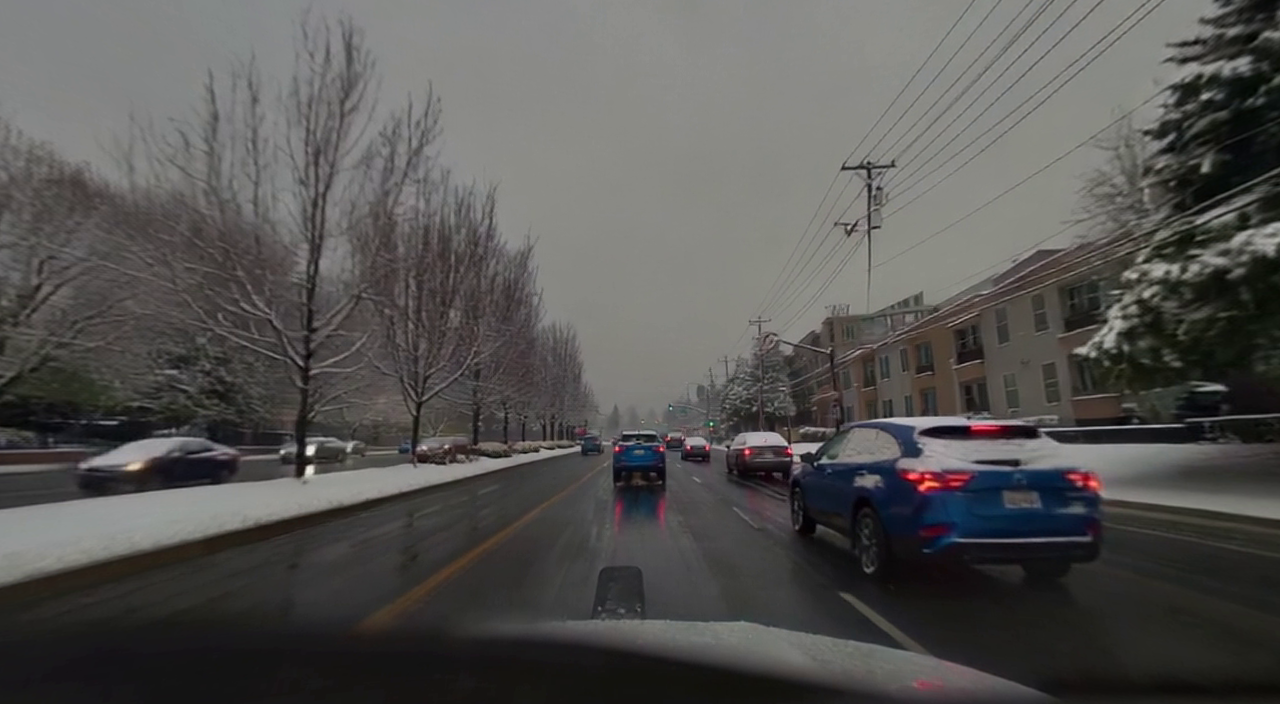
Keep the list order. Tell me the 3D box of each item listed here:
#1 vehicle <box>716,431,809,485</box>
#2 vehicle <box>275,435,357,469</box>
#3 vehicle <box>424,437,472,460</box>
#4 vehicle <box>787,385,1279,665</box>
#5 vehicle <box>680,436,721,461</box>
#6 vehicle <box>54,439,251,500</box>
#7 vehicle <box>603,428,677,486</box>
[{"bbox_3d":[3.825,3.403,20.573,2.086,1.534,4.351,0,-8,-1],"label":"vehicle"},{"bbox_3d":[-17.068,5.291,33.607,1.905,1.634,4.617,0,-8,0],"label":"vehicle"},{"bbox_3d":[-13.973,7.045,46.282,1.951,1.538,4.940,0,-8,1],"label":"vehicle"},{"bbox_3d":[3.131,1.376,6.205,2.123,1.657,4.719,0,-8,-2],"label":"vehicle"},{"bbox_3d":[3.699,5.990,39.221,2.054,1.461,4.321,0,-8,-1],"label":"vehicle"},{"bbox_3d":[-13.272,3.199,17.671,1.932,1.455,4.485,0,-8,0],"label":"vehicle"},{"bbox_3d":[-0.018,3.262,19.846,2.073,1.606,3.933,0,-8,-1],"label":"vehicle"}]
